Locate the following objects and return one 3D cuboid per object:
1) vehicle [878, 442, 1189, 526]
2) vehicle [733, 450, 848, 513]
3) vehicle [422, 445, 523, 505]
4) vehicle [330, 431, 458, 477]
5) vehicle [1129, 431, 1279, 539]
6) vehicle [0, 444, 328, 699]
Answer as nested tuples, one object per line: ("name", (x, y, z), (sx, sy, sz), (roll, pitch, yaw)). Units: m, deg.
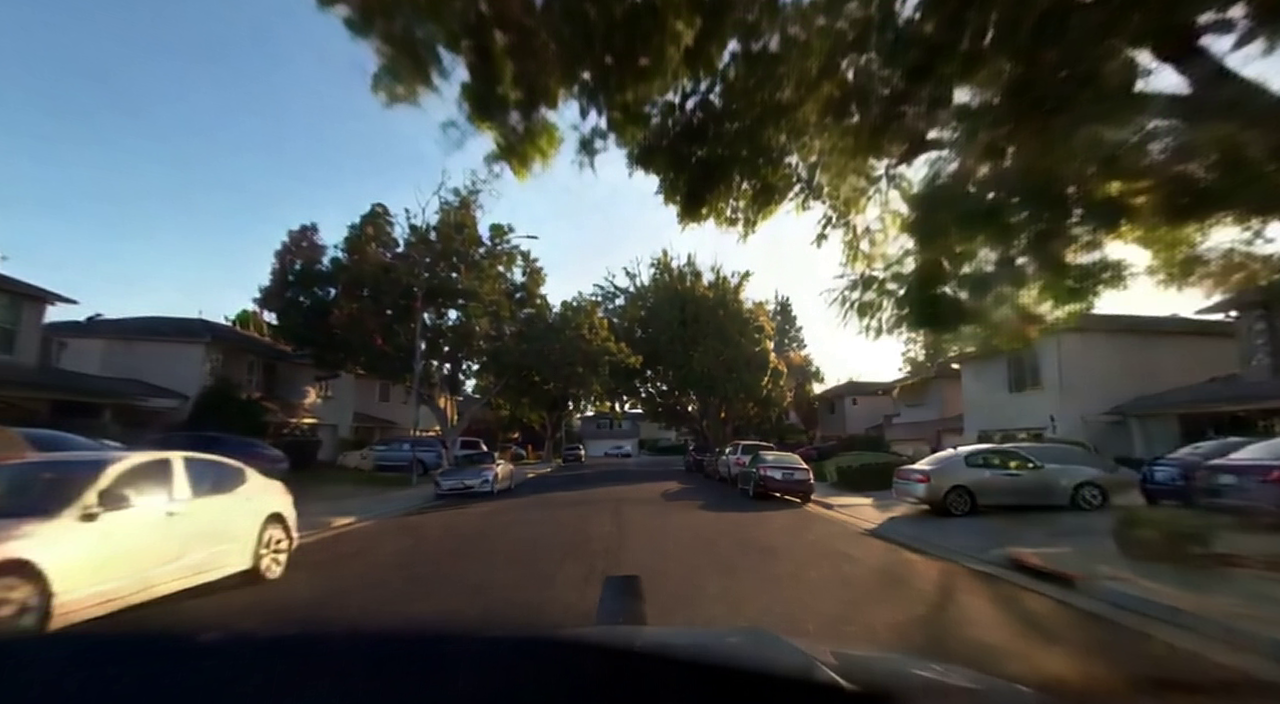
("vehicle", (7.499, 2.535, 12.467), (4.818, 1.502, 1.867), (0, -8, 2))
("vehicle", (4.034, 3.551, 17.900), (2.042, 1.456, 4.903), (0, -8, 0))
("vehicle", (-4.987, 3.692, 19.445), (1.943, 1.602, 4.172), (0, -8, 0))
("vehicle", (-10.557, 4.415, 27.476), (4.641, 1.844, 2.243), (1, -8, -5))
("vehicle", (10.817, 1.954, 9.736), (4.783, 1.469, 2.007), (-1, -7, 2))
("vehicle", (-4.732, 1.458, 4.958), (2.189, 1.421, 4.659), (0, -8, 0))
